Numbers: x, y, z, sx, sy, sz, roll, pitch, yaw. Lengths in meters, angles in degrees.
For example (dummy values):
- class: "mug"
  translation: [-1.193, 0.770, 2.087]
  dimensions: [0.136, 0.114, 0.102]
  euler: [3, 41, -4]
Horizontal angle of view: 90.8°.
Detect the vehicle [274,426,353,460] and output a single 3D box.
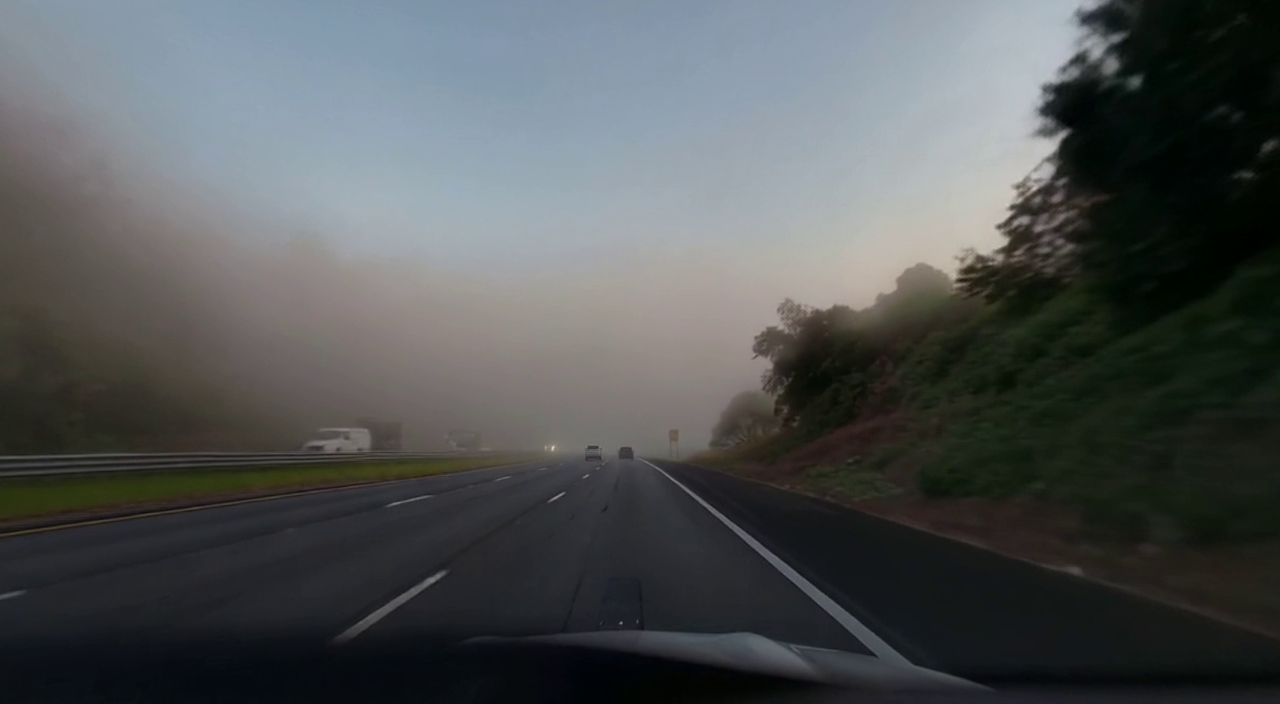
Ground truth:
- class: "vehicle"
  translation: [-19.984, 5.643, 38.960]
  dimensions: [2.171, 1.948, 5.072]
  euler: [0, -9, -1]
